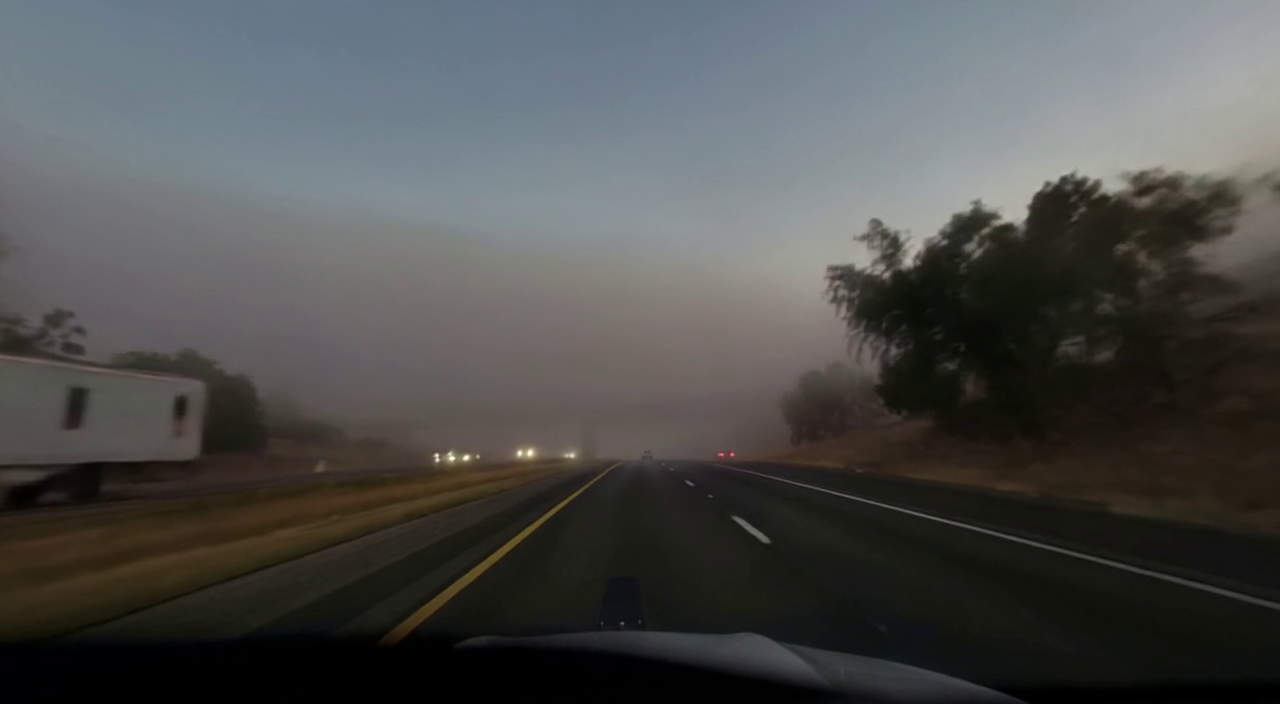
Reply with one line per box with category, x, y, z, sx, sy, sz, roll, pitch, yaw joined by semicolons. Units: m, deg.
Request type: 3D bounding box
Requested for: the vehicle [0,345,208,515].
vehicle;-17.358;1.798;14.606;2.926;4.181;16.364;0;-9;0
